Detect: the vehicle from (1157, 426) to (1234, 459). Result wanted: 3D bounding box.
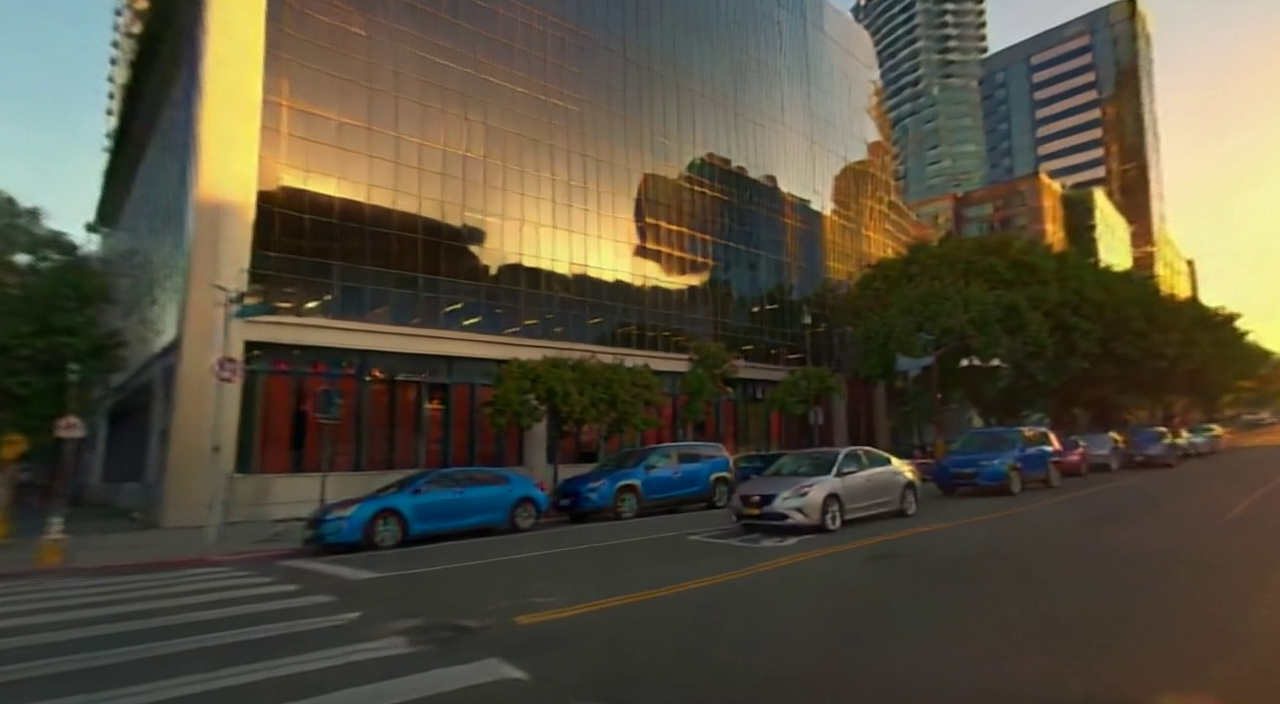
[{"bbox_3d":[29.455,4.779,33.458,4.783,1.621,2.266,6,-11,-40],"label":"vehicle"}]

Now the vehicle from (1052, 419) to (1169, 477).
[{"bbox_3d":[16.918,3.416,22.656,4.472,1.848,2.225,6,-10,-40],"label":"vehicle"}]

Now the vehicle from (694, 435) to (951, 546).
[{"bbox_3d":[3.433,2.304,11.390,4.888,1.558,2.017,6,-11,-40],"label":"vehicle"}]

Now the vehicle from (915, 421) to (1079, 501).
[{"bbox_3d":[9.525,2.838,16.731,4.573,1.814,2.173,6,-12,-40],"label":"vehicle"}]

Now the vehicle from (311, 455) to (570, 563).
[{"bbox_3d":[-4.023,3.183,13.249,4.705,1.732,1.996,7,-17,-41],"label":"vehicle"}]

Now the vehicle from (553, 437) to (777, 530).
[{"bbox_3d":[0.855,3.497,17.460,6.107,2.086,2.348,6,-14,-41],"label":"vehicle"}]
